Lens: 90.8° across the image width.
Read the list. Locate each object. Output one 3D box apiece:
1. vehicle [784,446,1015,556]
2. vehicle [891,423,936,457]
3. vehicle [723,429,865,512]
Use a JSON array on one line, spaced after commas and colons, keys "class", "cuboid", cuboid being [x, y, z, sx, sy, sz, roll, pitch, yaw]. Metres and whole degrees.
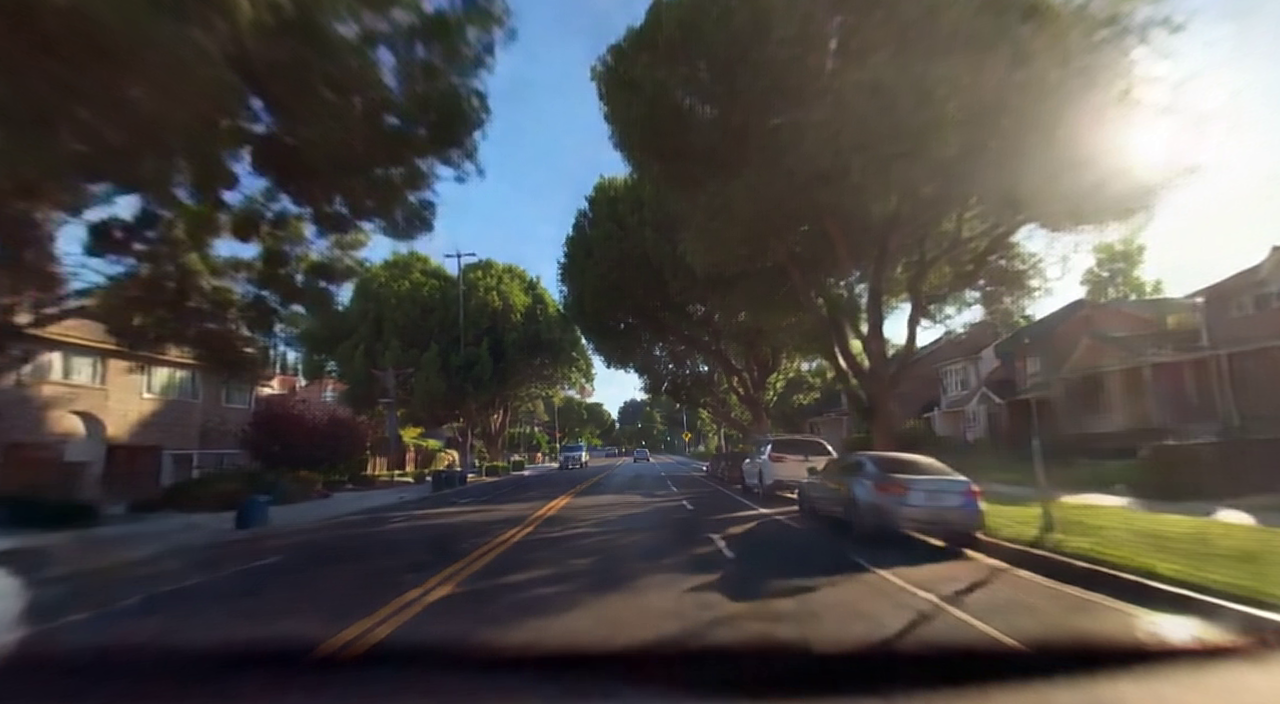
[{"class": "vehicle", "cuboid": [3.933, 2.311, 10.642, 1.874, 1.415, 4.683, 0, -9, 0]}, {"class": "vehicle", "cuboid": [17.096, 5.537, 39.683, 2.068, 1.963, 5.037, -3, -9, 19]}, {"class": "vehicle", "cuboid": [3.717, 2.990, 16.454, 2.310, 1.784, 4.993, 0, -9, -2]}]
